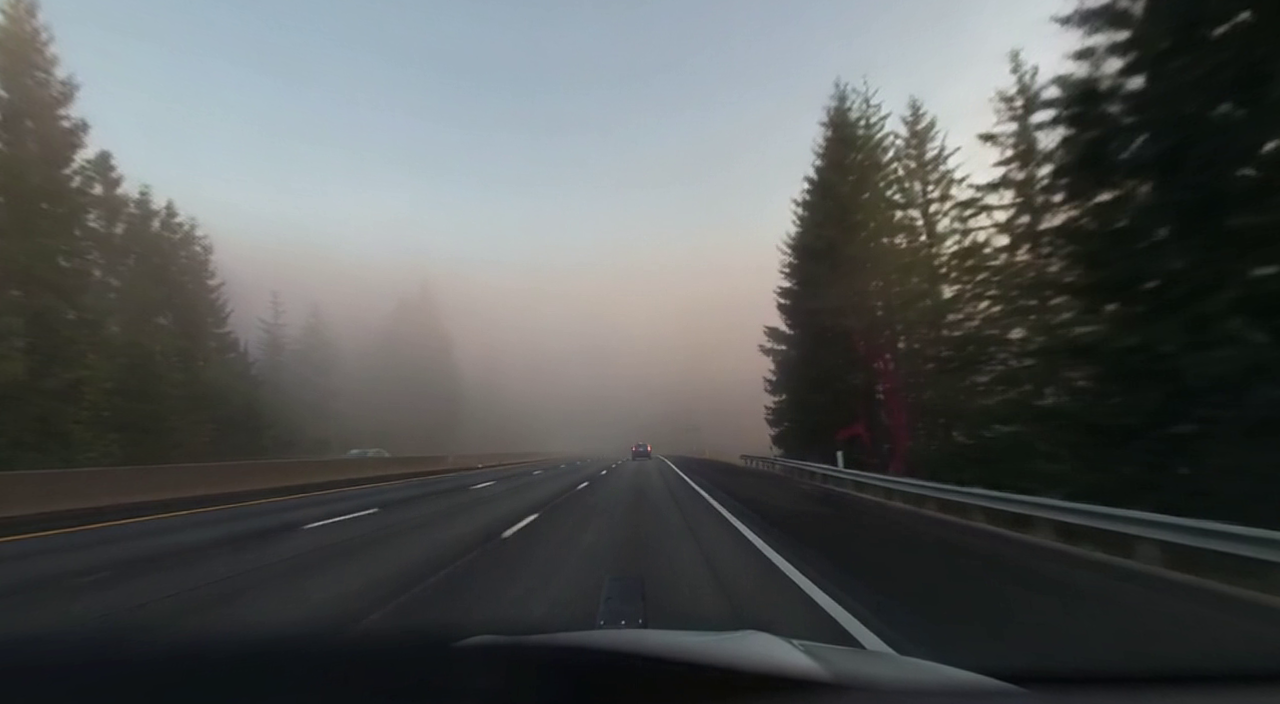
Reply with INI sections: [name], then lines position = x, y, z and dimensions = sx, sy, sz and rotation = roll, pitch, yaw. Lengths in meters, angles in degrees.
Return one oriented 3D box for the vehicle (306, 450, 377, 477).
[vehicle]
position = -17.333, 6.484, 36.905
dimensions = 1.797, 1.455, 4.751
rotation = 0, -8, 1
